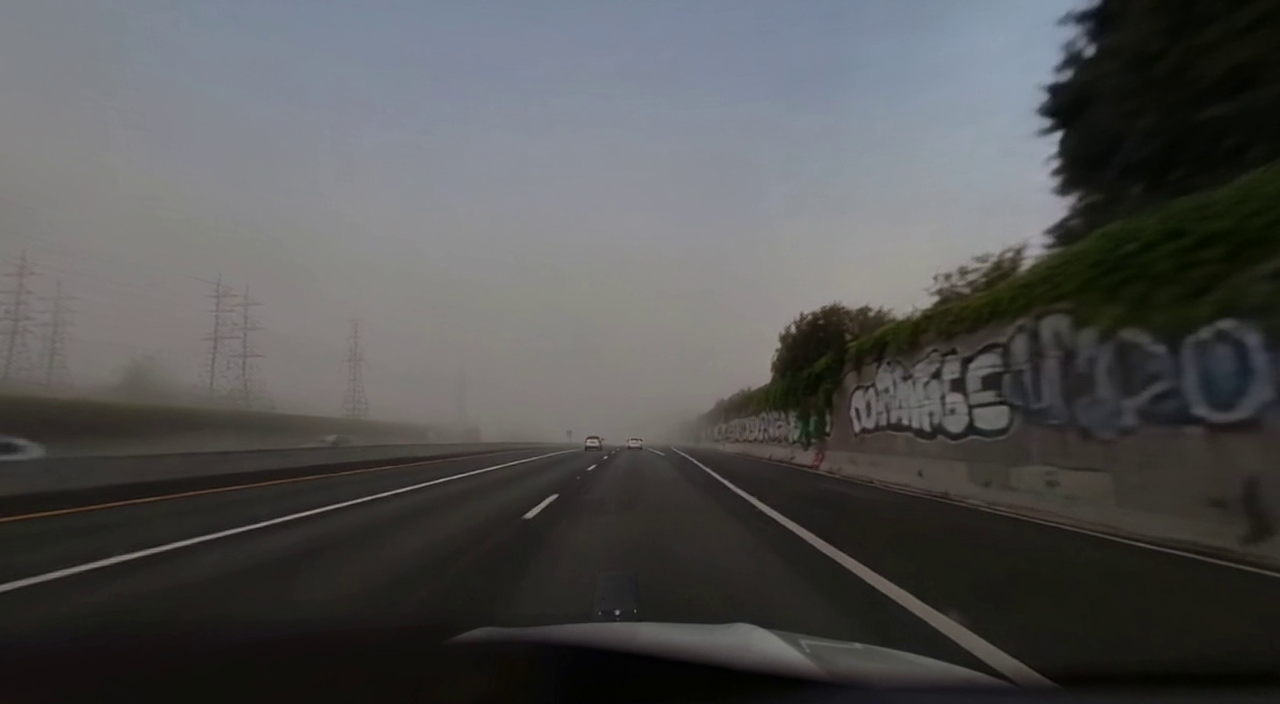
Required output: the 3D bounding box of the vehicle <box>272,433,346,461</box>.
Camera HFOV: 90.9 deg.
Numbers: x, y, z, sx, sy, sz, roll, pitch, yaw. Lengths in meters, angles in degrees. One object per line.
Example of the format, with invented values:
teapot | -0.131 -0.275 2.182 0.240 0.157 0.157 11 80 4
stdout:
vehicle | -18.853 5.404 36.128 1.822 1.474 4.426 0 -8 0
